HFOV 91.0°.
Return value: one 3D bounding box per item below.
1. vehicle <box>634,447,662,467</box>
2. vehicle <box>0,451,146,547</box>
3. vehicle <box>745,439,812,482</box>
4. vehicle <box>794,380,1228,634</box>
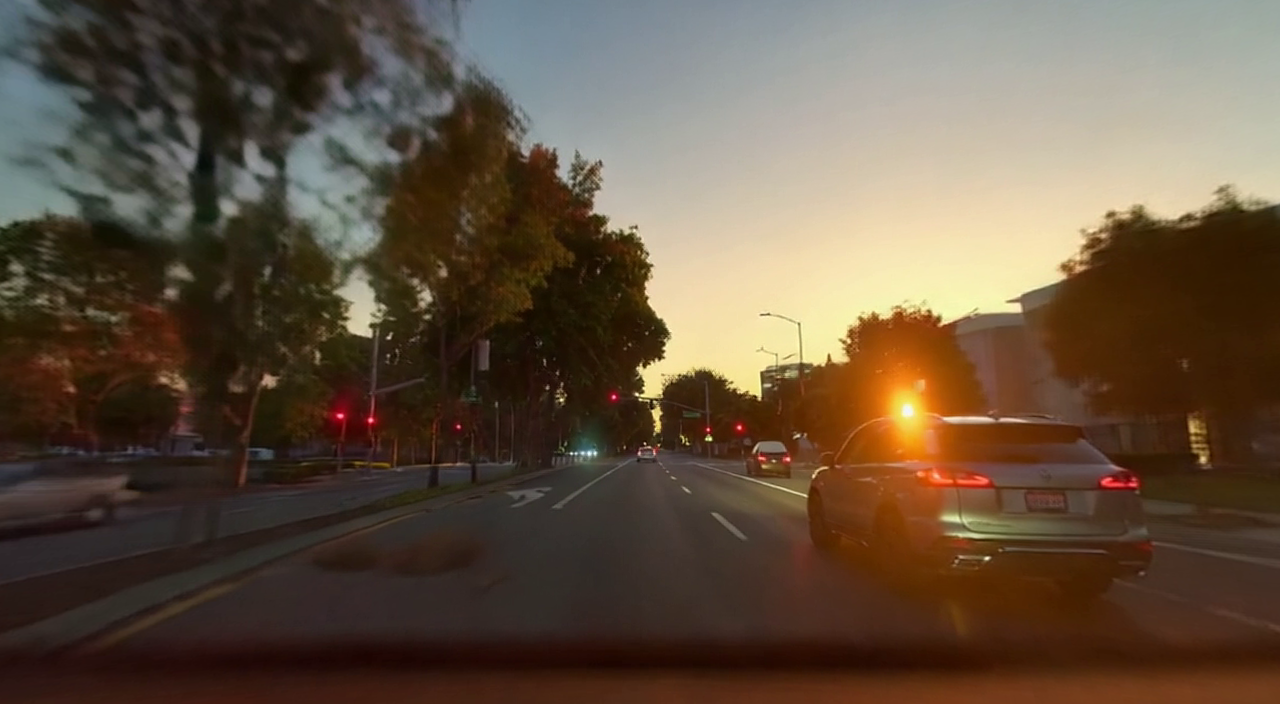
[{"bbox_3d":[0.646,8.062,48.665,2.131,1.474,4.146,0,-8,2],"label":"vehicle"},{"bbox_3d":[-11.362,2.473,10.728,1.955,1.507,4.750,0,-8,1],"label":"vehicle"},{"bbox_3d":[6.391,5.057,29.698,2.085,1.828,5.383,0,-9,2],"label":"vehicle"},{"bbox_3d":[3.292,1.470,6.920,2.033,1.865,4.360,0,-9,-1],"label":"vehicle"}]
